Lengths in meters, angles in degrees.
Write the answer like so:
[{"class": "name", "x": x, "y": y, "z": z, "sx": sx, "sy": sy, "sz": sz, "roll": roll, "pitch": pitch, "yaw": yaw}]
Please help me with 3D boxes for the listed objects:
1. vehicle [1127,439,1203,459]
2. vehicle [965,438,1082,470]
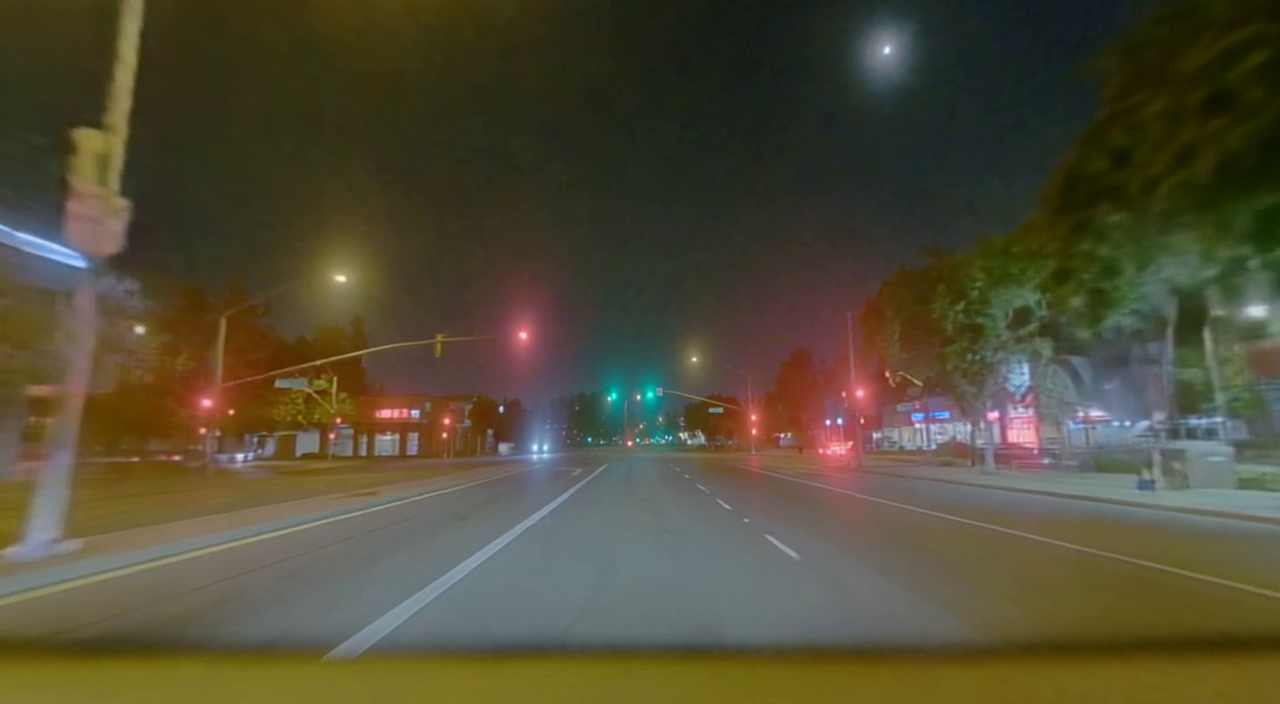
[{"class": "vehicle", "x": 41.311, "y": 7.657, "z": 49.781, "sx": 4.157, "sy": 1.552, "sz": 1.953, "roll": 0, "pitch": -8, "yaw": 2}, {"class": "vehicle", "x": 18.860, "y": 5.014, "z": 31.212, "sx": 4.545, "sy": 1.511, "sz": 1.935, "roll": 0, "pitch": -8, "yaw": -3}]
